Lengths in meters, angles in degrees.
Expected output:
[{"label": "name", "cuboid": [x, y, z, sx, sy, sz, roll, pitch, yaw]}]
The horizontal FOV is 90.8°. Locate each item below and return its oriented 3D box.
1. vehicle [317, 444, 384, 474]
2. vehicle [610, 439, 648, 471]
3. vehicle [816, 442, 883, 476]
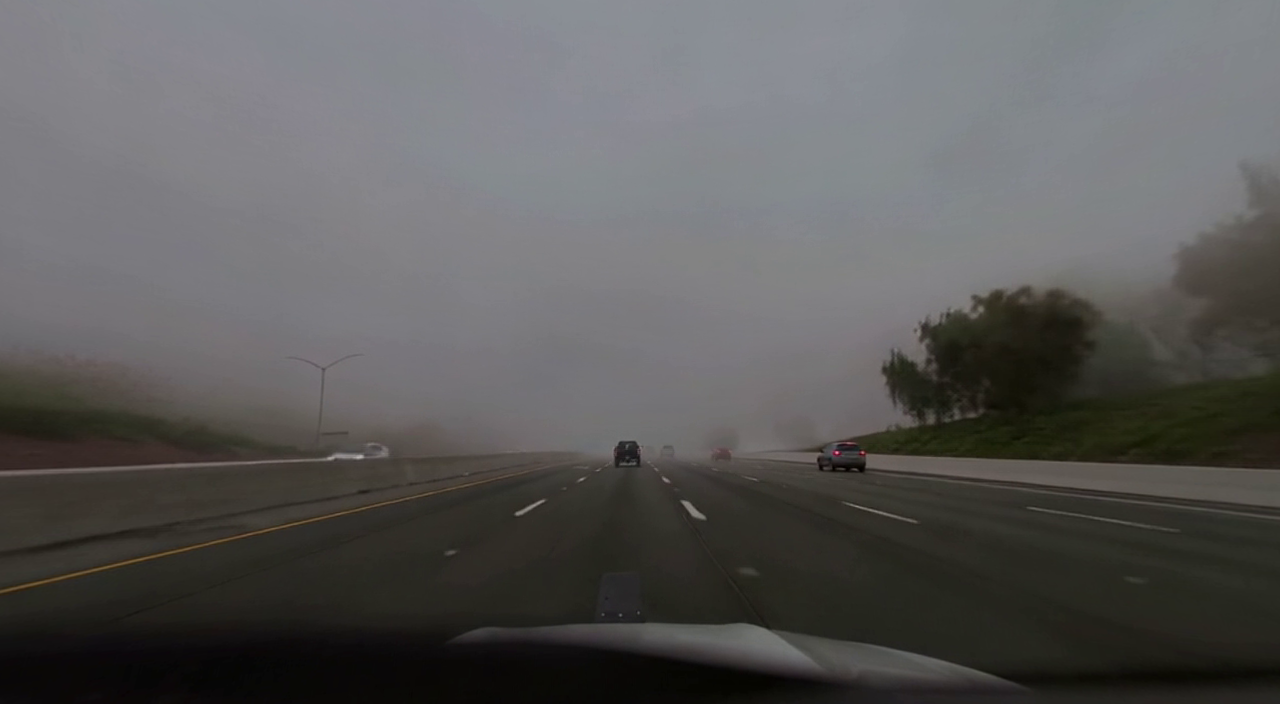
[{"label": "vehicle", "cuboid": [-15.056, 5.559, 33.050, 1.778, 1.493, 3.619, 0, -9, 0]}, {"label": "vehicle", "cuboid": [-0.676, 6.149, 37.866, 2.121, 1.739, 4.087, 0, -9, -1]}, {"label": "vehicle", "cuboid": [11.088, 5.658, 33.777, 1.912, 1.673, 4.438, 0, -9, -1]}]
